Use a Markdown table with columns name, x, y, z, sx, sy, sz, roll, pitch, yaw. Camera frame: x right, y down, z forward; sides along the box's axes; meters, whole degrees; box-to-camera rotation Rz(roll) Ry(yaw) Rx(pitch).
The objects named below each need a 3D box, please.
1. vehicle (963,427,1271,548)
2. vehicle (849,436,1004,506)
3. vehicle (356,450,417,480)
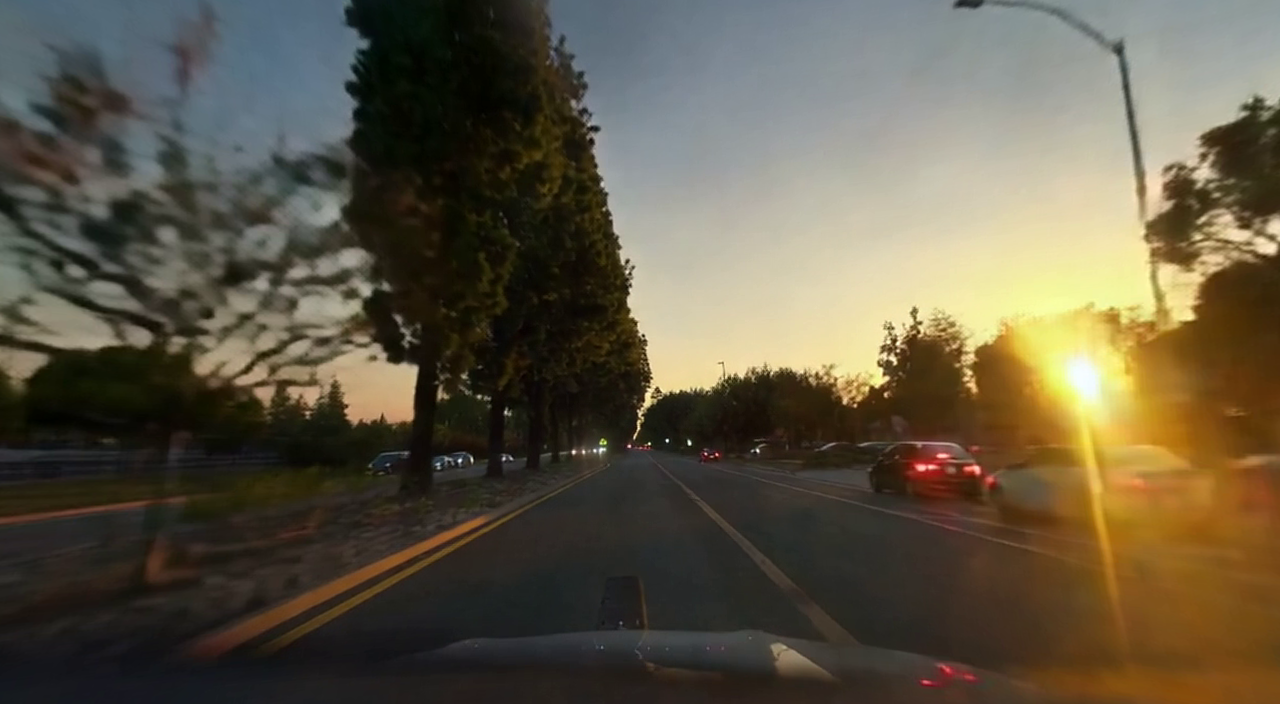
| name | x | y | z | sx | sy | sz | roll | pitch | yaw |
| --- | --- | --- | --- | --- | --- | --- | --- | --- | --- |
| vehicle | 7.445 | 2.119 | 10.554 | 1.773 | 1.575 | 4.168 | 0 | -8 | -2 |
| vehicle | 7.243 | 3.028 | 16.594 | 1.838 | 1.554 | 4.607 | 0 | -8 | -1 |
| vehicle | -17.781 | 7.910 | 44.656 | 1.999 | 1.875 | 5.842 | -1 | -8 | -1 |
